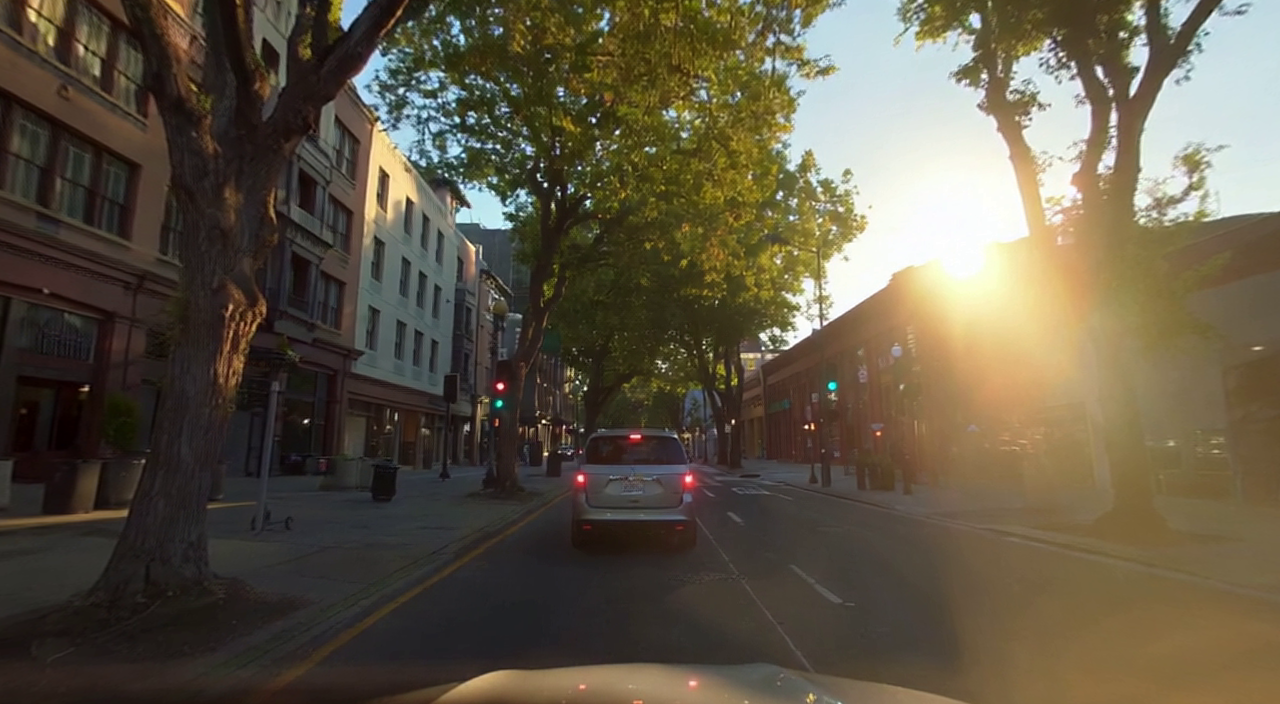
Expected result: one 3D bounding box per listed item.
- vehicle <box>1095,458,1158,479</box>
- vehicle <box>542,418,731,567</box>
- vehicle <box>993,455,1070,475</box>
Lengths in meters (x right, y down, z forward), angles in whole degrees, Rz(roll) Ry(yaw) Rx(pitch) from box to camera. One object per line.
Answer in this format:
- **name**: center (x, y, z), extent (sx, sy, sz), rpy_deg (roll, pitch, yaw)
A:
- **vehicle**: center (36.856, 8.819, 47.805), extent (3.445, 1.363, 1.608), rpy_deg (2, -8, -1)
- **vehicle**: center (-0.082, 1.844, 8.976), extent (2.079, 1.621, 3.861), rpy_deg (0, -8, -1)
- **vehicle**: center (29.747, 8.571, 47.920), extent (4.668, 1.441, 1.904), rpy_deg (1, -9, -6)
